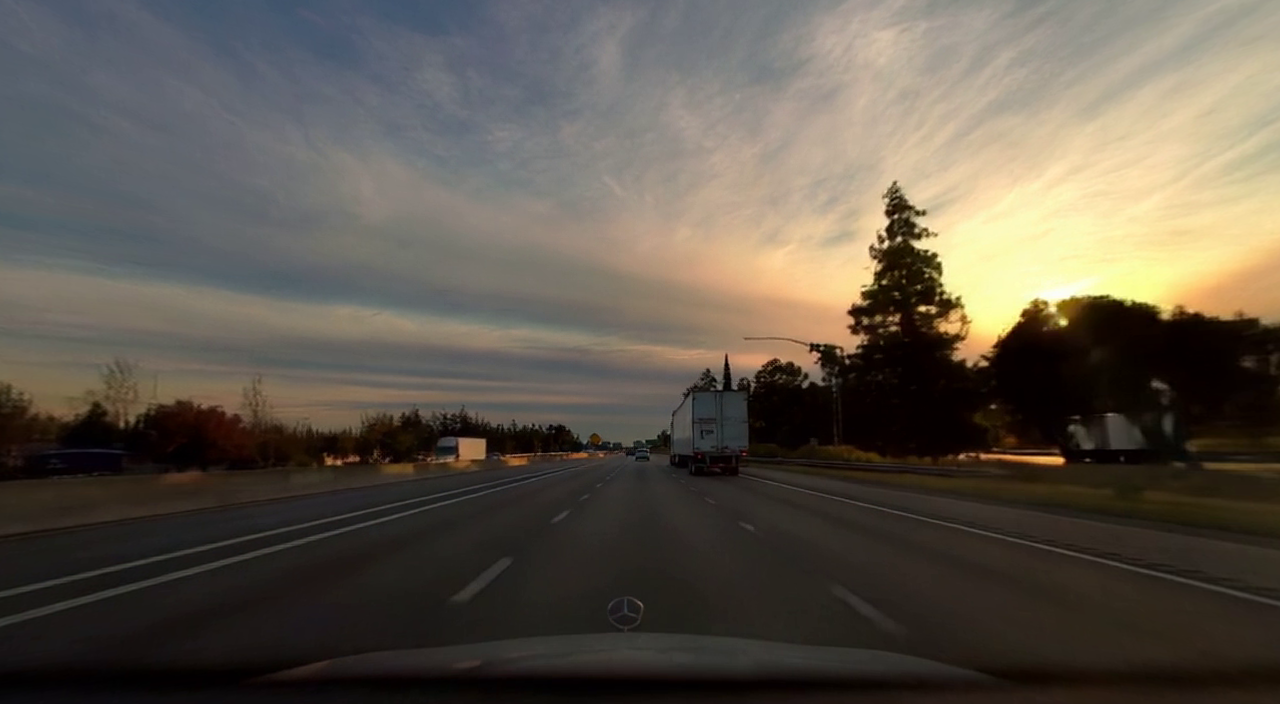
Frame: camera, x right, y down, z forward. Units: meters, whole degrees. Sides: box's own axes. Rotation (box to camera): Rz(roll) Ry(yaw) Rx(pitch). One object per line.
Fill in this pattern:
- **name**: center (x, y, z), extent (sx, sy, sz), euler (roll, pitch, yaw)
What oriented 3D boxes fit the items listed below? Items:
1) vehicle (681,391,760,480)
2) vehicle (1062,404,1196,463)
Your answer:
- **vehicle**: center (4.317, 5.003, 37.048), extent (3.058, 4.312, 12.251), euler (0, -9, 0)
- **vehicle**: center (37.770, 6.579, 49.586), extent (3.058, 4.007, 11.965), euler (-2, -9, 11)
